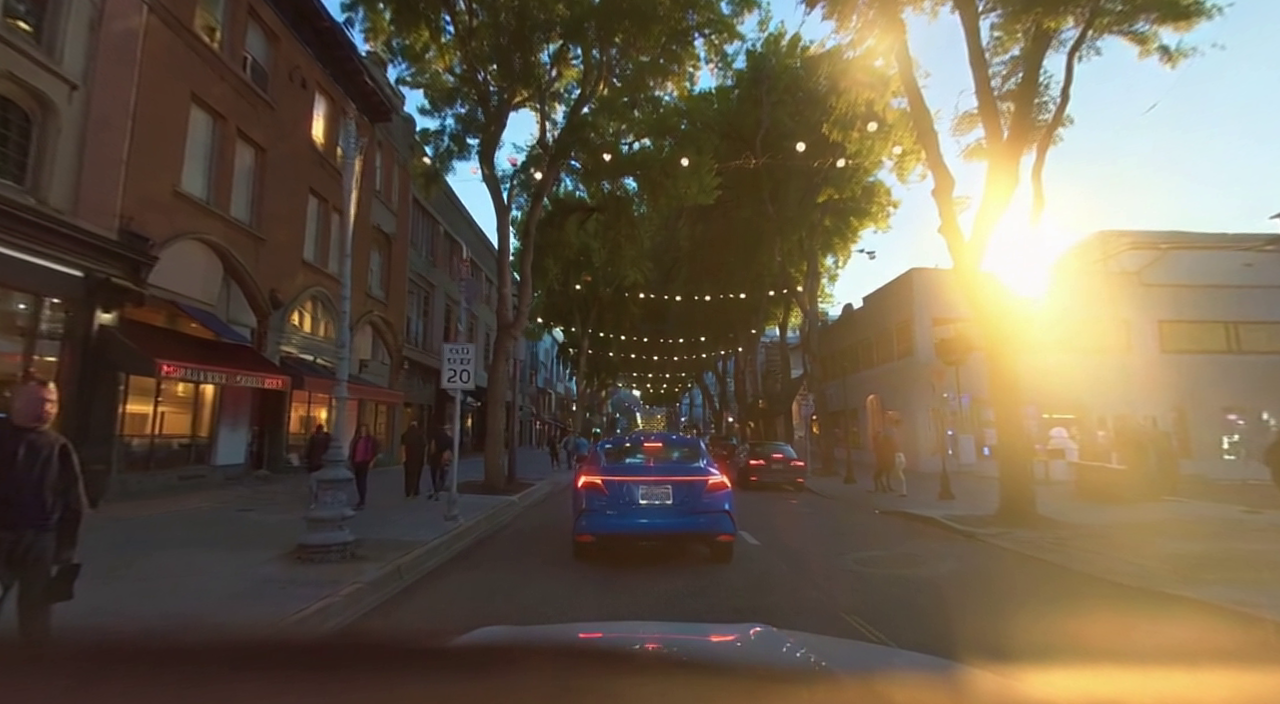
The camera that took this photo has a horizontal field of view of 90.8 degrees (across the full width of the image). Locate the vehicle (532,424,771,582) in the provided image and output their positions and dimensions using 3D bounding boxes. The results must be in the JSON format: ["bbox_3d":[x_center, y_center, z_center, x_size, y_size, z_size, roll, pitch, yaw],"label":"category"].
[{"bbox_3d":[0.086,1.742,8.119,2.261,1.474,4.130,0,-8,-1],"label":"vehicle"}]
